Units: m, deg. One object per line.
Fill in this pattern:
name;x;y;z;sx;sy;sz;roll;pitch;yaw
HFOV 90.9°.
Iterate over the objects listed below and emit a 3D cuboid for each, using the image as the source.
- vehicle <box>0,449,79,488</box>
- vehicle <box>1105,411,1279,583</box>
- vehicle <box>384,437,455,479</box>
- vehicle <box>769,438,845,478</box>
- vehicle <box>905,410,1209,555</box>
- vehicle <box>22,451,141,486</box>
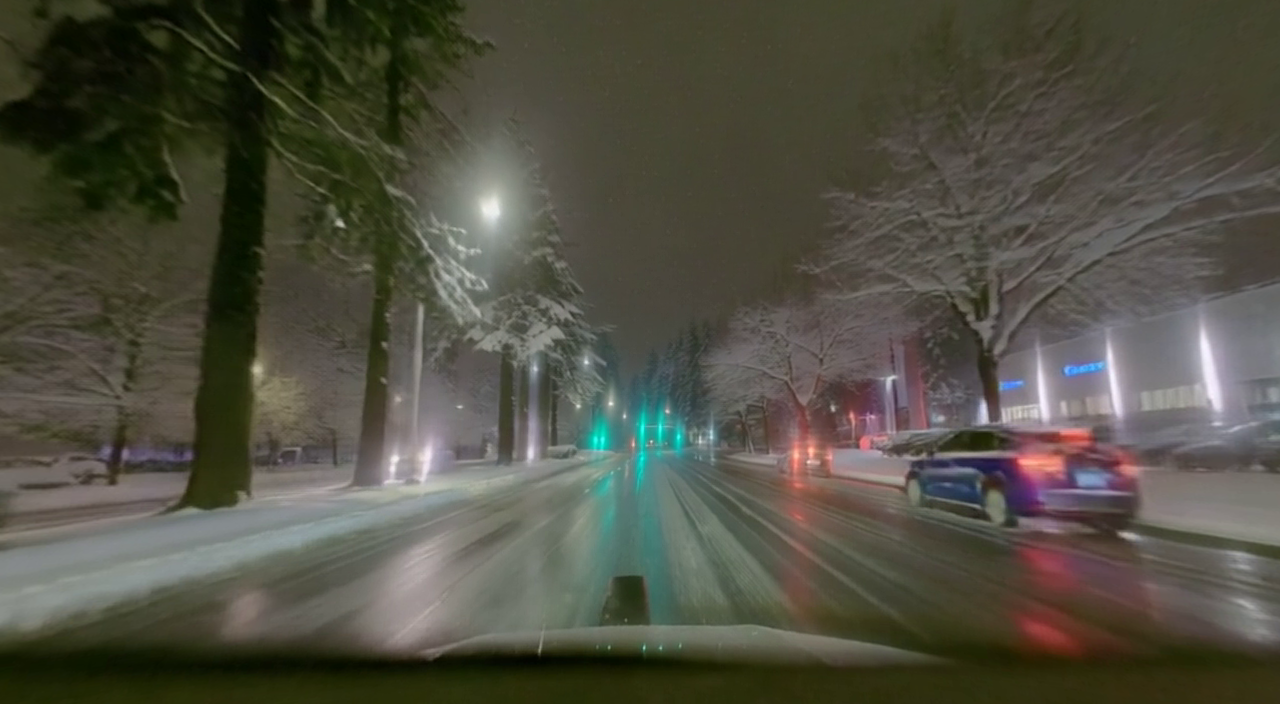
vehicle;-31.935;5.895;31.957;4.797;1.850;2.224;0;-8;0
vehicle;7.031;1.376;6.024;1.919;1.616;4.315;0;-8;2
vehicle;-12.076;5.792;34.896;2.157;2.139;4.800;0;-8;0
vehicle;7.281;4.654;28.075;2.122;1.602;4.928;-1;-8;1
vehicle;7.101;2.244;11.675;2.157;2.057;4.994;0;-8;0
vehicle;-32.247;6.705;36.486;4.740;1.853;2.161;0;-8;-1
